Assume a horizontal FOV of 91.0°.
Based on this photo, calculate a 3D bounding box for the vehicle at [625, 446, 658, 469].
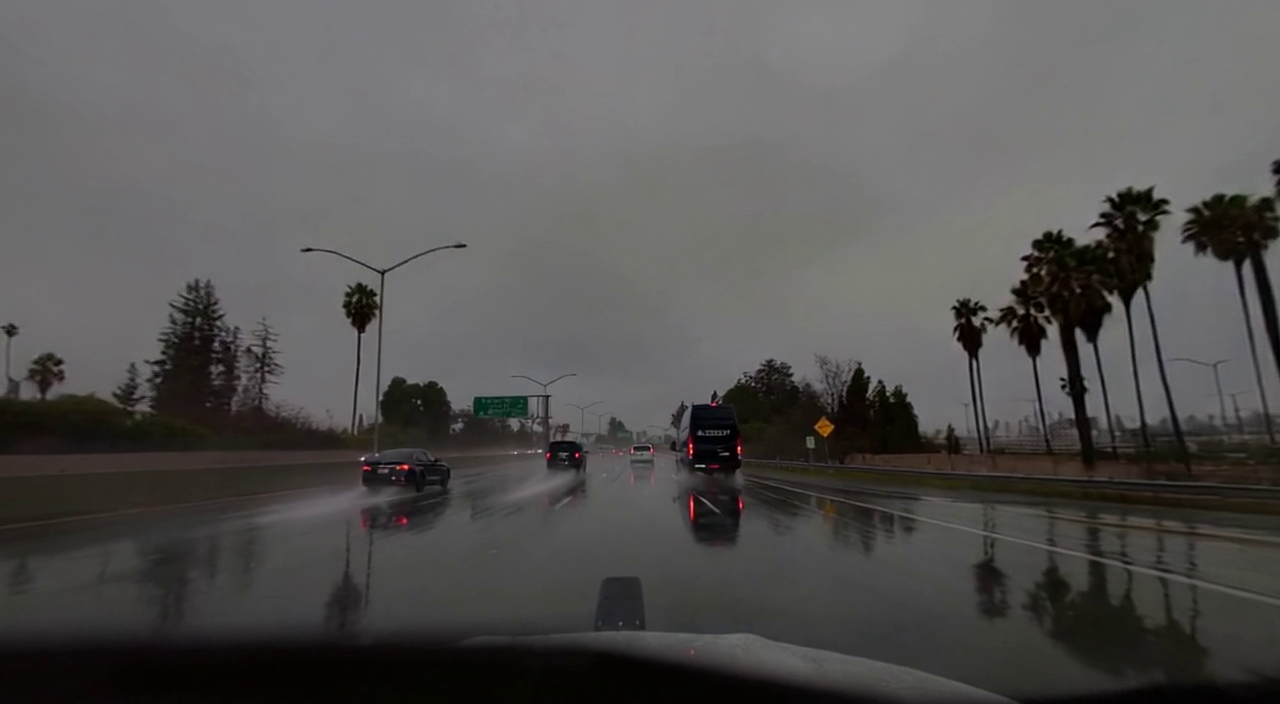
[{"bbox_3d":[0.098,7.090,42.444,2.085,1.507,4.096,0,-9,0],"label":"vehicle"}]

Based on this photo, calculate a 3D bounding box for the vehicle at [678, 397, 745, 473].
[{"bbox_3d":[4.015,5.011,37.418,3.086,3.984,8.371,0,-9,1],"label":"vehicle"}]

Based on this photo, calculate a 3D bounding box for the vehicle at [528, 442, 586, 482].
[{"bbox_3d":[-3.692,4.951,28.679,2.017,1.683,4.094,0,-9,1],"label":"vehicle"}]

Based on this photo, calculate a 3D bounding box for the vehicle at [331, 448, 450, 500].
[{"bbox_3d":[-7.905,3.876,20.497,2.050,1.487,4.372,0,-9,1],"label":"vehicle"}]
